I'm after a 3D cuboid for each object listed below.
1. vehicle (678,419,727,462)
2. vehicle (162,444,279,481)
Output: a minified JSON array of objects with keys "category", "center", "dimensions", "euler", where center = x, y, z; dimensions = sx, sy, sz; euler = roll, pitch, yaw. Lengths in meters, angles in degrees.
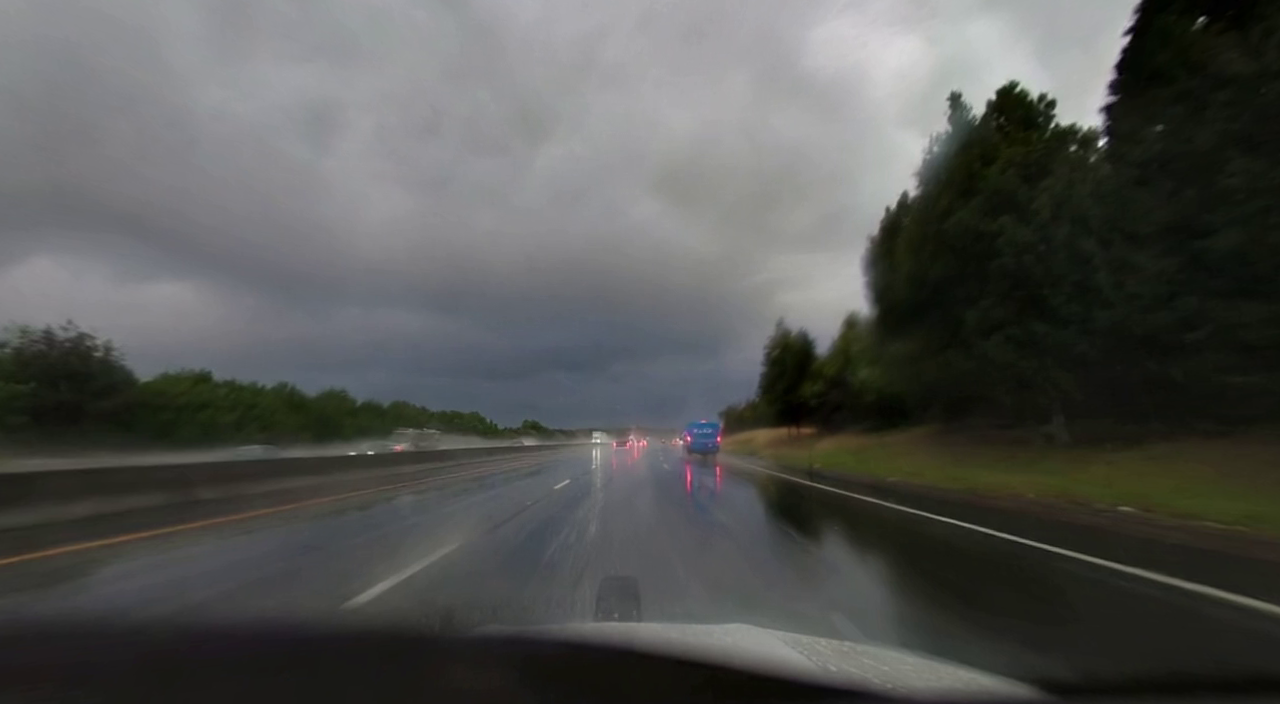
[{"category":"vehicle","center":[3.941,5.774,40.963],"dimensions":[2.485,2.562,5.535],"euler":[0,-8,-1]},{"category":"vehicle","center":[-18.391,4.835,27.886],"dimensions":[2.000,1.485,4.546],"euler":[-1,-8,1]}]
